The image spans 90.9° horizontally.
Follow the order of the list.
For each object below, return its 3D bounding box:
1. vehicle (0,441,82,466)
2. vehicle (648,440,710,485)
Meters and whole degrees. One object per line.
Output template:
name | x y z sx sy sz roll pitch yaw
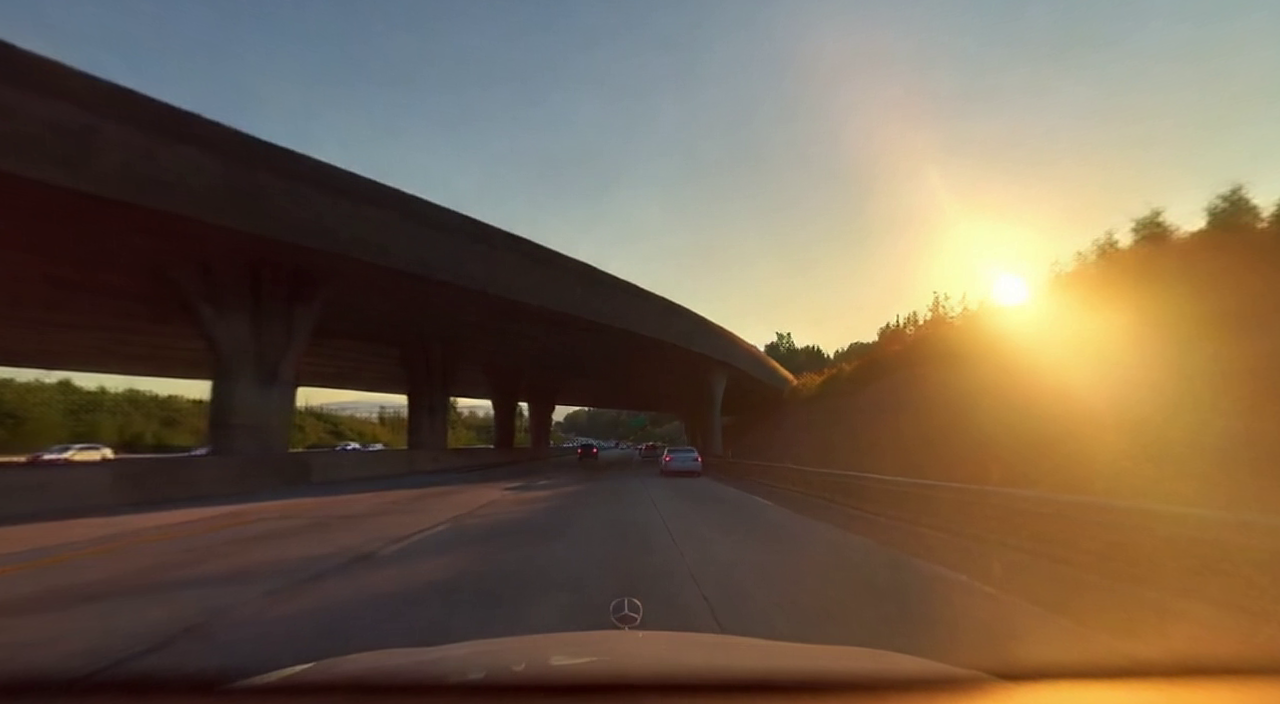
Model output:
vehicle | -37.301 6.315 39.247 1.768 1.444 3.802 0 -9 -5
vehicle | 1.328 4.010 23.100 1.960 1.456 3.818 0 -9 -1
